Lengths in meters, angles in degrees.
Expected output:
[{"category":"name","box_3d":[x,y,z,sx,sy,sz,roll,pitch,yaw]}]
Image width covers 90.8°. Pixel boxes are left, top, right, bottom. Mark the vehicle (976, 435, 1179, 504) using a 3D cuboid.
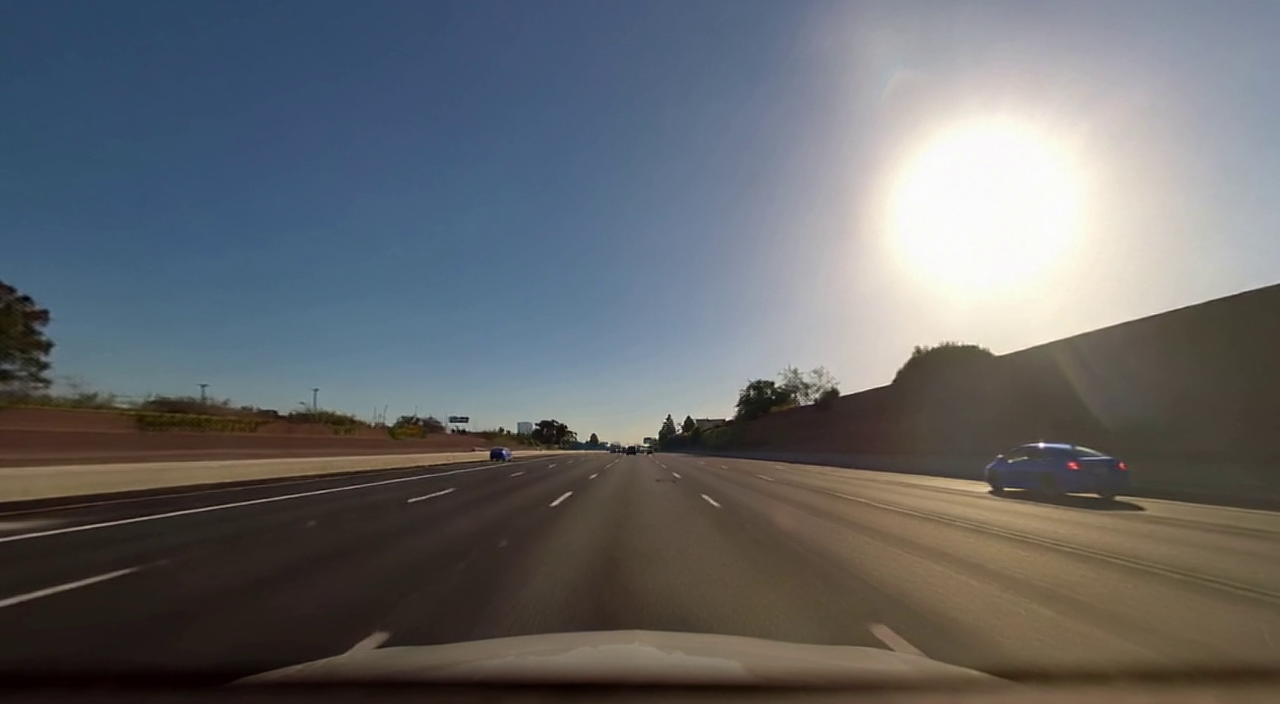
[{"category":"vehicle","box_3d":[10.958,2.954,16.362,1.985,1.493,4.486,0,-8,-1]}]
